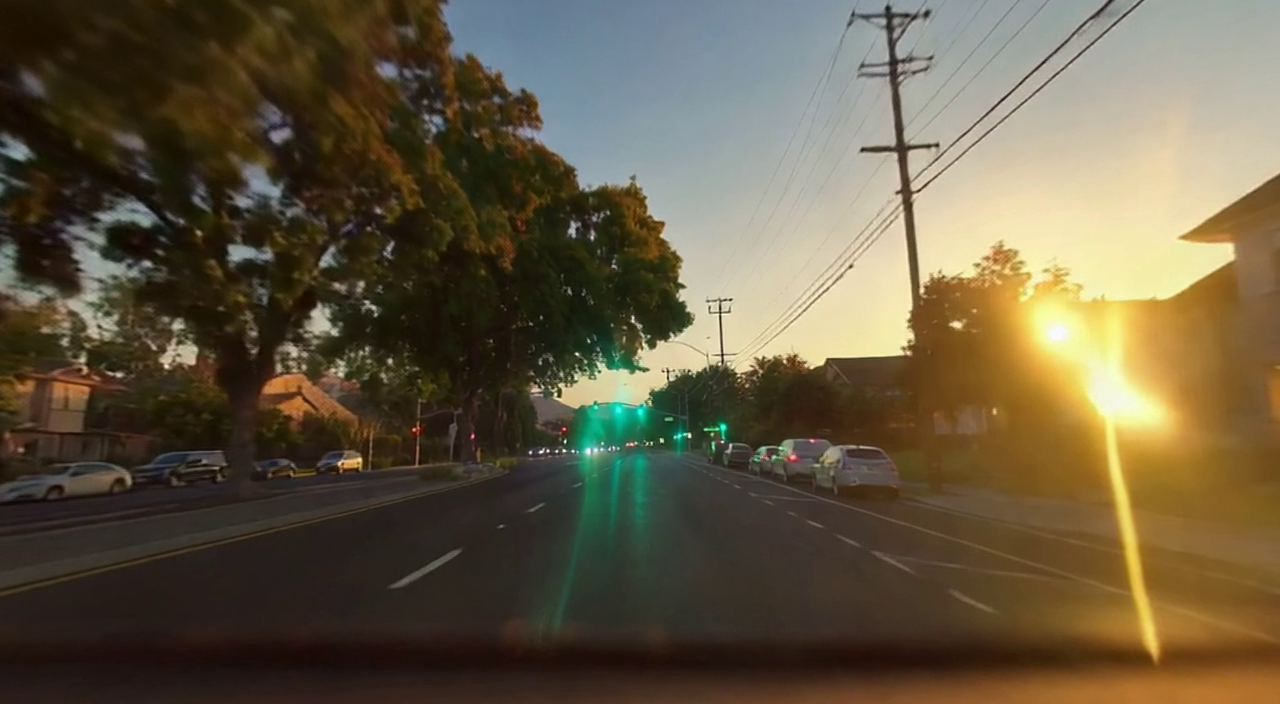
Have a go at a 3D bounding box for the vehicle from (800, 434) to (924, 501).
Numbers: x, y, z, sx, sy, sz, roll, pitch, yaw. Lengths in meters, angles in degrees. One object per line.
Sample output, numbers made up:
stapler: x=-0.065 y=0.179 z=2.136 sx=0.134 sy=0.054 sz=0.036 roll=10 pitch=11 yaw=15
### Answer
vehicle: x=6.213 y=3.274 z=18.237 sx=1.918 sy=1.662 sz=4.393 roll=0 pitch=-8 yaw=-1

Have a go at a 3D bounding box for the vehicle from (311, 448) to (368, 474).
vehicle: x=-21.610 y=7.831 z=45.309 sx=1.933 sy=1.733 sz=4.518 roll=0 pitch=-8 yaw=-1

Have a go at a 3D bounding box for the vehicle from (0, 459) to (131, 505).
vehicle: x=-21.931 y=4.789 z=23.515 sx=1.883 sy=1.450 sz=4.659 roll=0 pitch=-8 yaw=-1

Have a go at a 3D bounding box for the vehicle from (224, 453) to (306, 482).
vehicle: x=-21.599 y=6.640 z=36.405 sx=1.842 sy=1.496 sz=4.614 roll=0 pitch=-8 yaw=0

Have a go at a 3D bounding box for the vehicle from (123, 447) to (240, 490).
vehicle: x=-21.742 y=5.511 z=30.072 sx=2.001 sy=1.839 sz=4.669 roll=0 pitch=-8 yaw=0

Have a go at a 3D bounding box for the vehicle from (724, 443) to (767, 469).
vehicle: x=6.362 y=6.332 z=38.336 sx=1.901 sy=1.470 sz=4.580 roll=0 pitch=-8 yaw=0
